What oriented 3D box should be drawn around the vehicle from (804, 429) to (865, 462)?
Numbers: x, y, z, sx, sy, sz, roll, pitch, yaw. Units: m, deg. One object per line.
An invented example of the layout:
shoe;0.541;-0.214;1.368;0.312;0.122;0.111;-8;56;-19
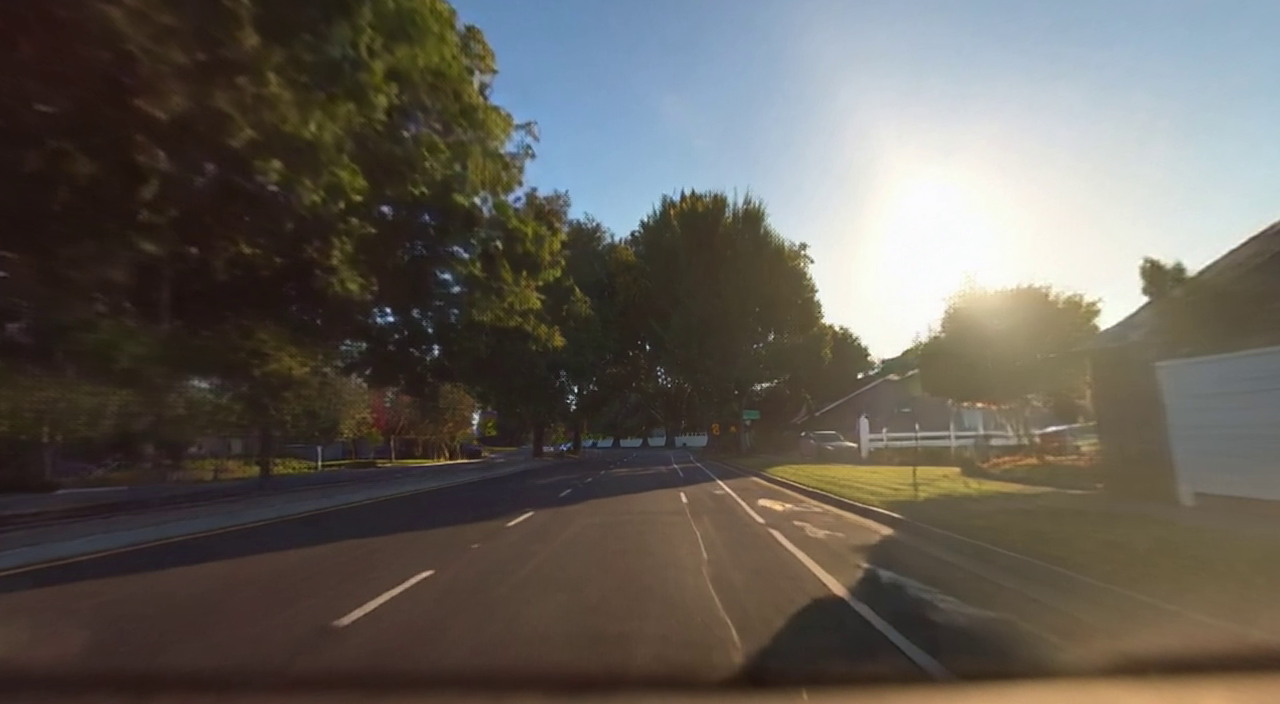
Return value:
vehicle;10.842;5.254;35.556;1.938;1.695;4.296;0;-8;-1
